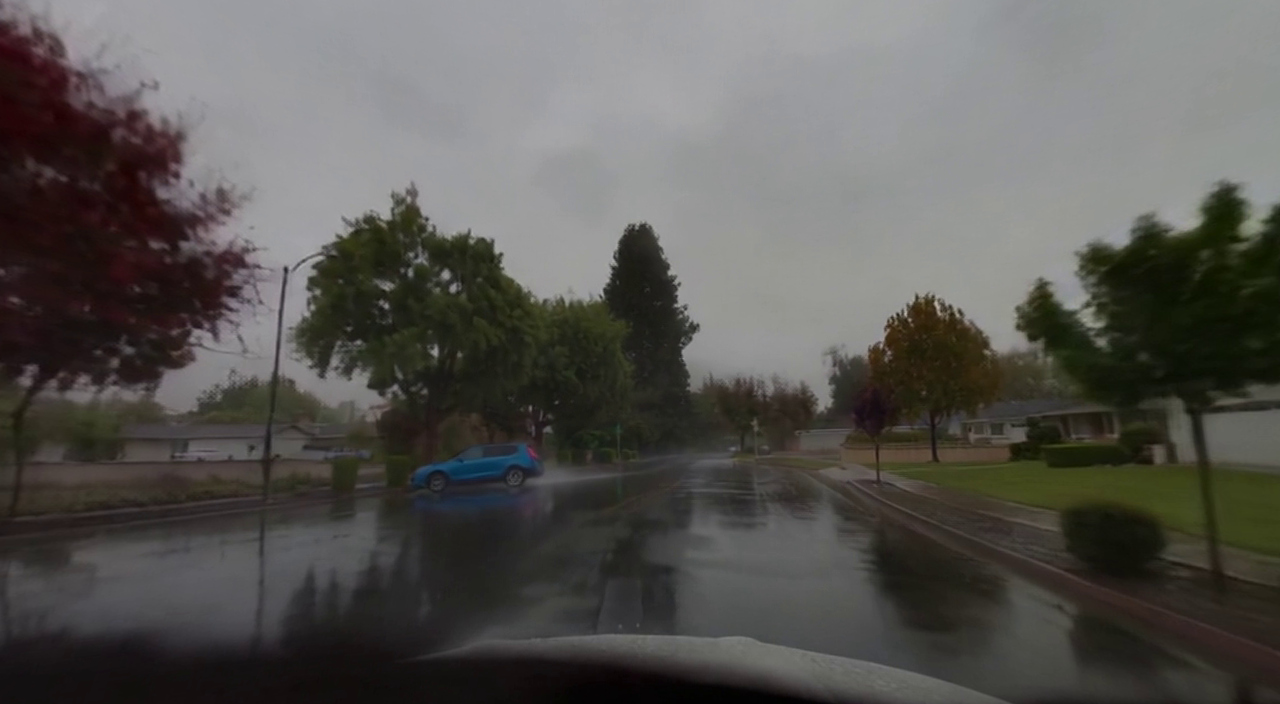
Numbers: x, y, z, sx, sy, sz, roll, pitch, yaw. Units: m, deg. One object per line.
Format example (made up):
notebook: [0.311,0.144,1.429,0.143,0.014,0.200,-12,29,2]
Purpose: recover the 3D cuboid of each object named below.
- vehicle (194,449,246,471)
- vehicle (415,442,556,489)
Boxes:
vehicle: [-30.427,7.764,45.701,4.764,1.487,2.002,-8,-12,44]
vehicle: [-5.674,4.190,23.491,4.692,1.660,1.879,-1,-9,7]
